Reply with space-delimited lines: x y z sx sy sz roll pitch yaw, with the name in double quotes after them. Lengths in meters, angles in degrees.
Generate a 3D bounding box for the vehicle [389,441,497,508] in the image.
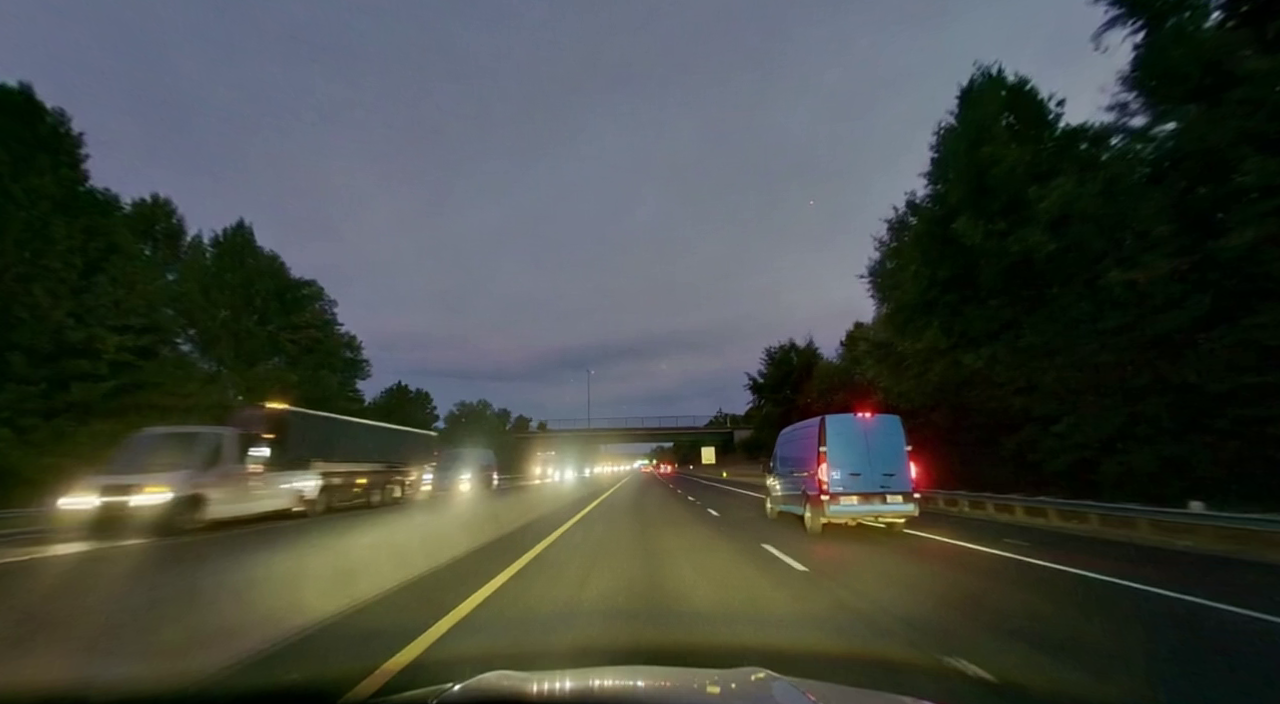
-7.373 4.711 24.356 2.219 2.233 5.797 1 -10 0 "vehicle"

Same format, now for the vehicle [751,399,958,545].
4.455 2.769 14.750 2.372 2.581 6.763 1 -10 -1 "vehicle"

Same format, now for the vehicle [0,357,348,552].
-11.583 2.807 16.931 2.976 3.797 8.999 1 -10 0 "vehicle"
